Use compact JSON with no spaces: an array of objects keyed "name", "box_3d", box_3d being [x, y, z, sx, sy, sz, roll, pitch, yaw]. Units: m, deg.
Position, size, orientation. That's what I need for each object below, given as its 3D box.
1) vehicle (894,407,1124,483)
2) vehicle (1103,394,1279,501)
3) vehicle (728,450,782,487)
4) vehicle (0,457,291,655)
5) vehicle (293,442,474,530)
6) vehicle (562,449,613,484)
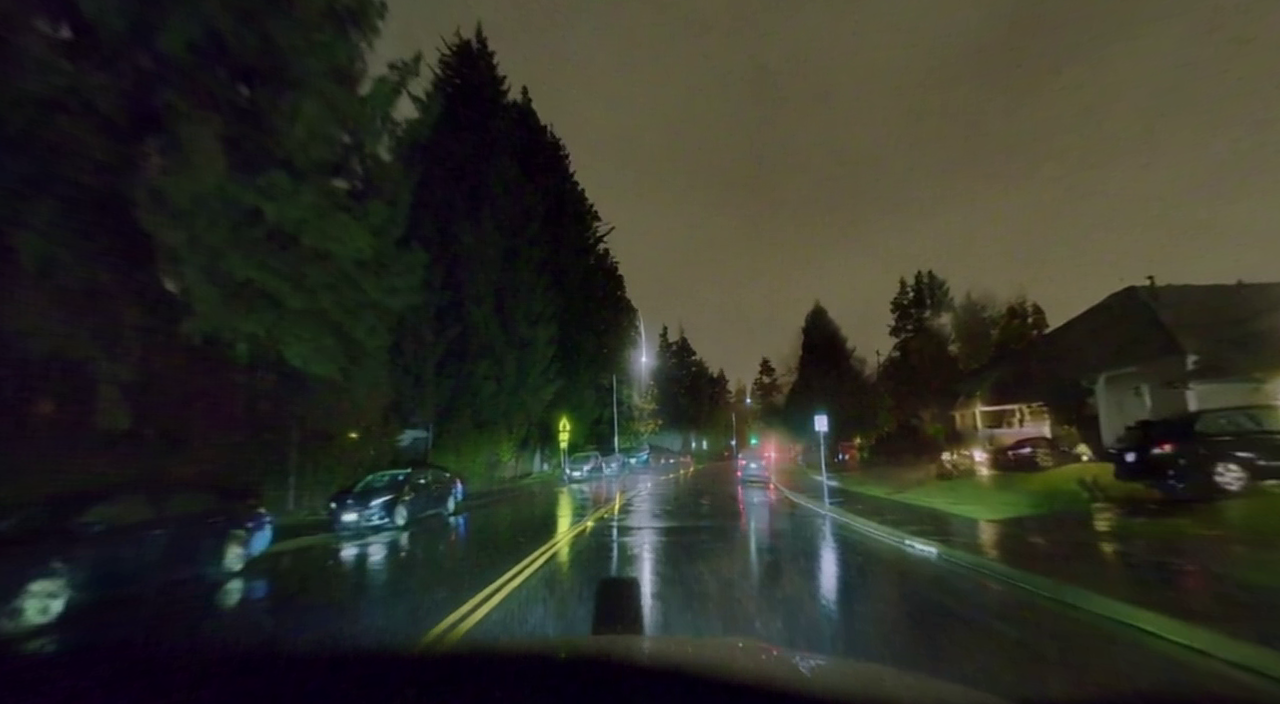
[{"name":"vehicle","box_3d":[10.066,2.614,17.668,5.009,1.906,2.046,-2,-9,8]},{"name":"vehicle","box_3d":[10.553,1.489,10.072,4.744,1.507,1.953,-1,-8,0]},{"name":"vehicle","box_3d":[4.962,5.054,27.752,1.972,1.460,4.137,-1,-9,5]},{"name":"vehicle","box_3d":[-5.866,2.030,6.598,1.886,1.494,4.149,-2,-14,2]},{"name":"vehicle","box_3d":[-5.368,3.103,13.999,1.972,1.536,4.347,-3,-16,3]},{"name":"vehicle","box_3d":[-2.887,6.489,35.434,2.005,1.557,4.172,-4,-15,7]}]
